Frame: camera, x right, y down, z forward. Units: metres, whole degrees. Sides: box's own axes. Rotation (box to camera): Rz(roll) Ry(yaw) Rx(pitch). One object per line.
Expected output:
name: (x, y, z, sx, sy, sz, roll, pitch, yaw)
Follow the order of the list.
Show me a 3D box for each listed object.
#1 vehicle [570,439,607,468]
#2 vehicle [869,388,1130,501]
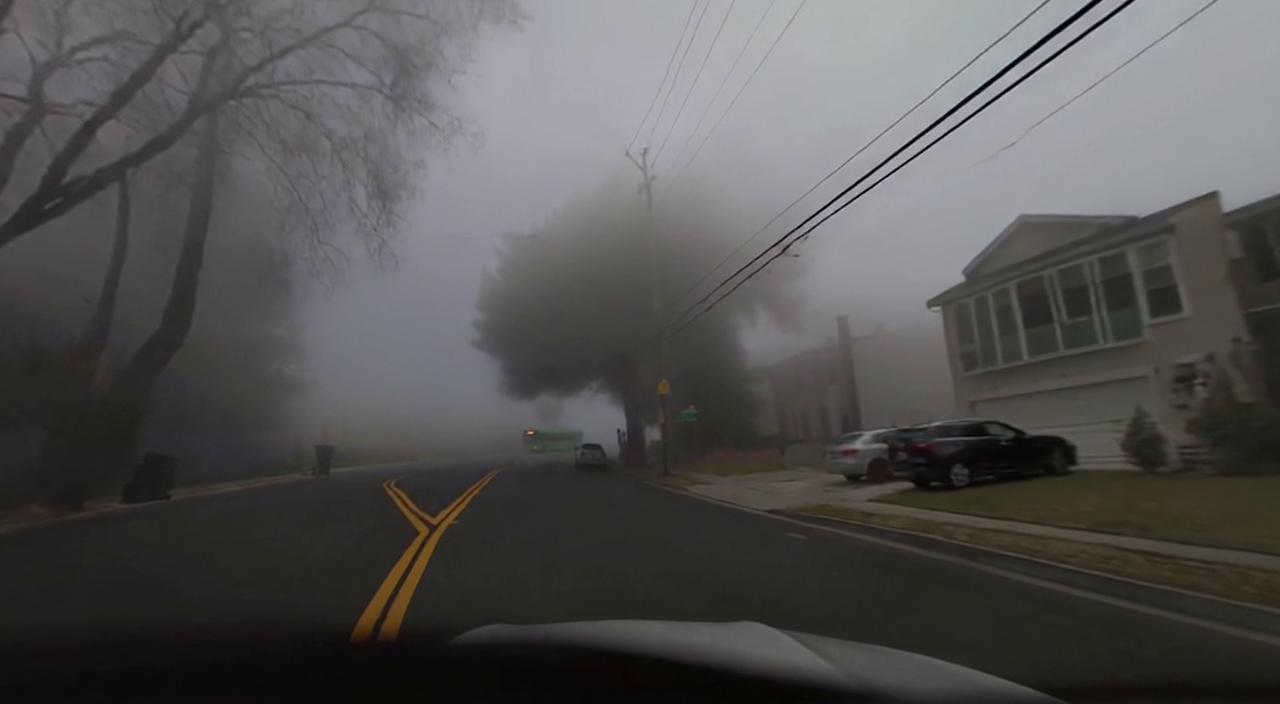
vehicle: (-3.085, 5.963, 37.156, 1.984, 1.601, 3.994, 1, -9, -8)
vehicle: (7.457, 1.892, 13.301, 4.431, 1.873, 1.920, -2, -8, -13)
